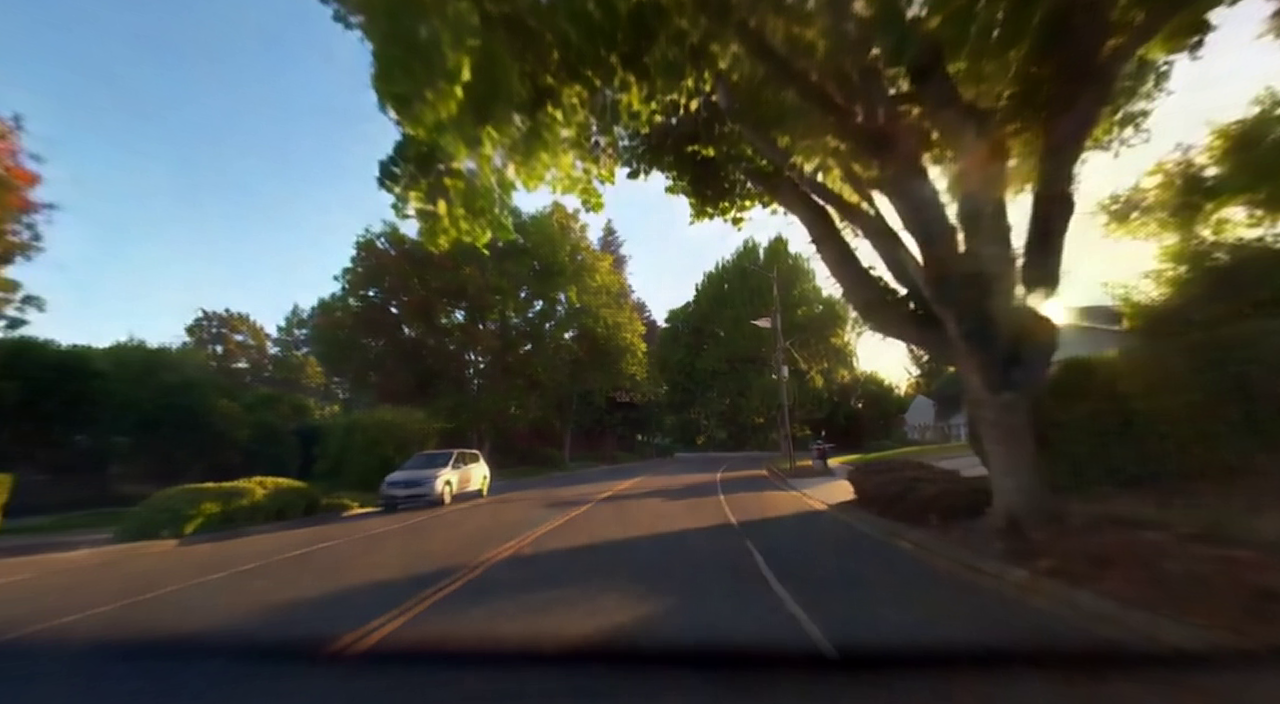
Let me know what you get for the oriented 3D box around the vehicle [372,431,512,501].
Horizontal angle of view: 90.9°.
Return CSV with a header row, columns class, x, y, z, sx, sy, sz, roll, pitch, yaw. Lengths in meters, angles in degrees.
class,x,y,z,sx,sy,sz,roll,pitch,yaw
vehicle,-5.304,3.308,17.793,2.002,1.601,5.012,-3,-13,4
